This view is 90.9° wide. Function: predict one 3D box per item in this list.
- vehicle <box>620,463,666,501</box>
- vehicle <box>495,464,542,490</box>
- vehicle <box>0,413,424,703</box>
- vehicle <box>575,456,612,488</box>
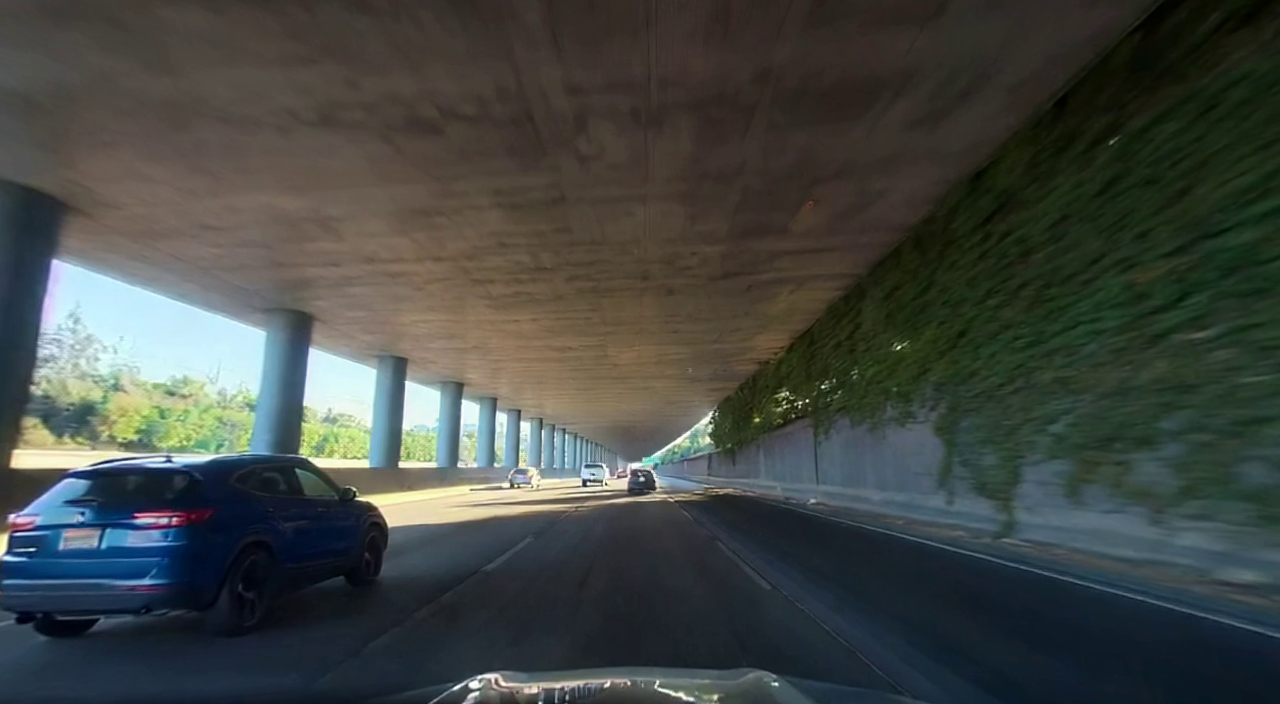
[{"bbox_3d":[0.133,6.095,29.708,1.992,1.601,3.762,1,-11,0],"label":"vehicle"},{"bbox_3d":[-7.511,7.803,39.451,1.996,1.512,4.712,1,-11,0],"label":"vehicle"},{"bbox_3d":[-3.765,1.478,5.354,2.102,1.521,4.687,1,-11,1],"label":"vehicle"},{"bbox_3d":[-3.574,9.333,49.051,2.400,2.264,4.778,1,-11,1],"label":"vehicle"}]
